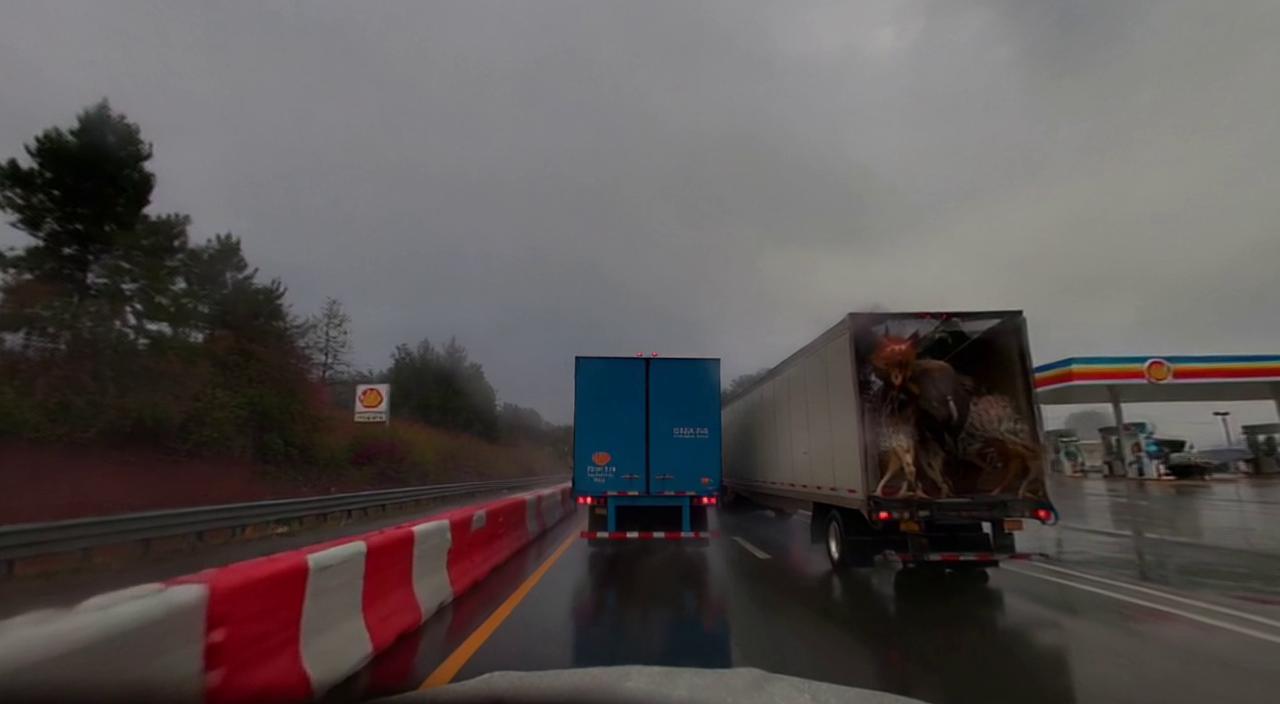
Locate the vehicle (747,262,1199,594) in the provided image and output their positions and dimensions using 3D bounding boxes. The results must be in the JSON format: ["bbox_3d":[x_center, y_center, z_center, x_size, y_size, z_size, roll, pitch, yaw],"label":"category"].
[{"bbox_3d":[4.393,1.618,11.658,2.936,3.640,9.443,1,-10,-1],"label":"vehicle"}]

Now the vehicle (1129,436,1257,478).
[{"bbox_3d":[24.804,4.771,28.483,1.919,1.722,4.024,1,-10,-3],"label":"vehicle"}]

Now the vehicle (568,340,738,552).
[{"bbox_3d":[0.194,2.224,14.263,2.618,3.306,8.676,1,-10,0],"label":"vehicle"}]
